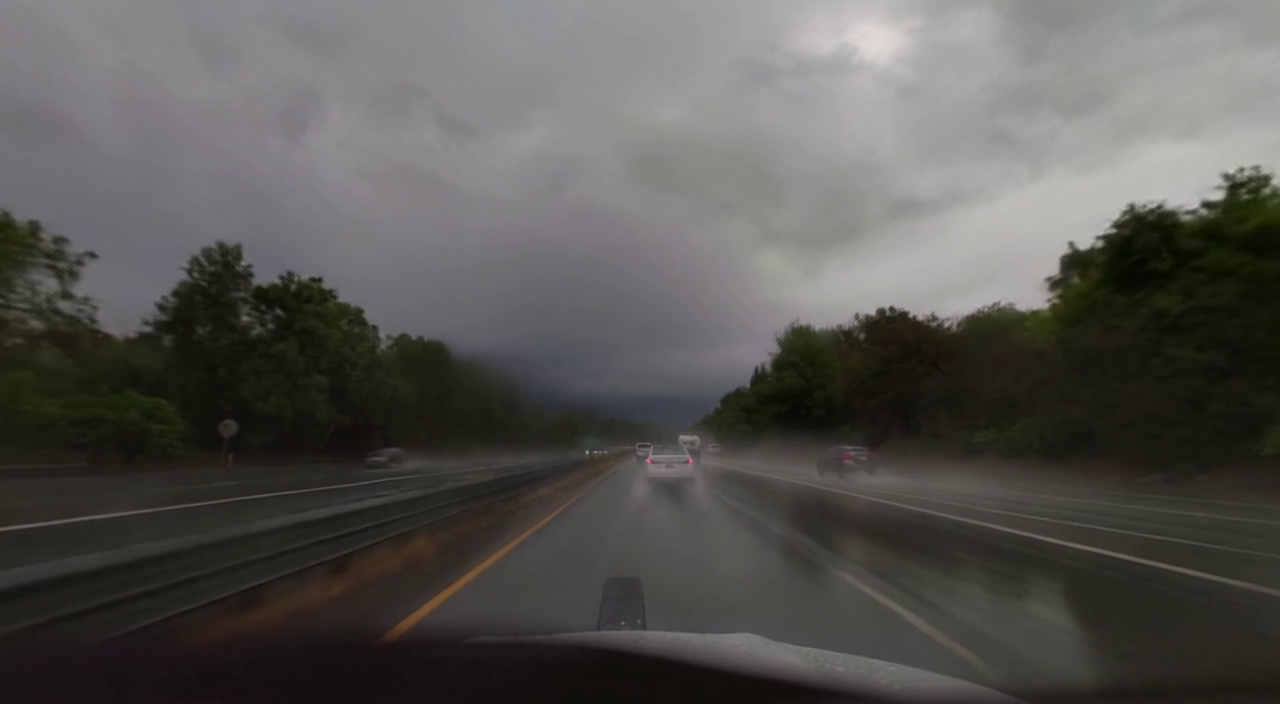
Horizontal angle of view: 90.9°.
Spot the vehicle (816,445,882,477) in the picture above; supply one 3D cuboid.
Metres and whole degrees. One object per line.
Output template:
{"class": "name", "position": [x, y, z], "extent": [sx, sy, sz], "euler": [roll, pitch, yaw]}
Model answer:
{"class": "vehicle", "position": [10.489, 5.485, 31.848], "extent": [1.926, 1.483, 3.528], "euler": [0, -9, -4]}

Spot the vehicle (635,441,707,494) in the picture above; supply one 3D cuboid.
{"class": "vehicle", "position": [0.863, 3.618, 20.011], "extent": [2.053, 1.483, 4.185], "euler": [0, -9, 0]}

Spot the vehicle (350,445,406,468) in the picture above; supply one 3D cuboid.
{"class": "vehicle", "position": [-20.044, 7.974, 48.396], "extent": [1.999, 1.660, 4.686], "euler": [-1, -9, 4]}
